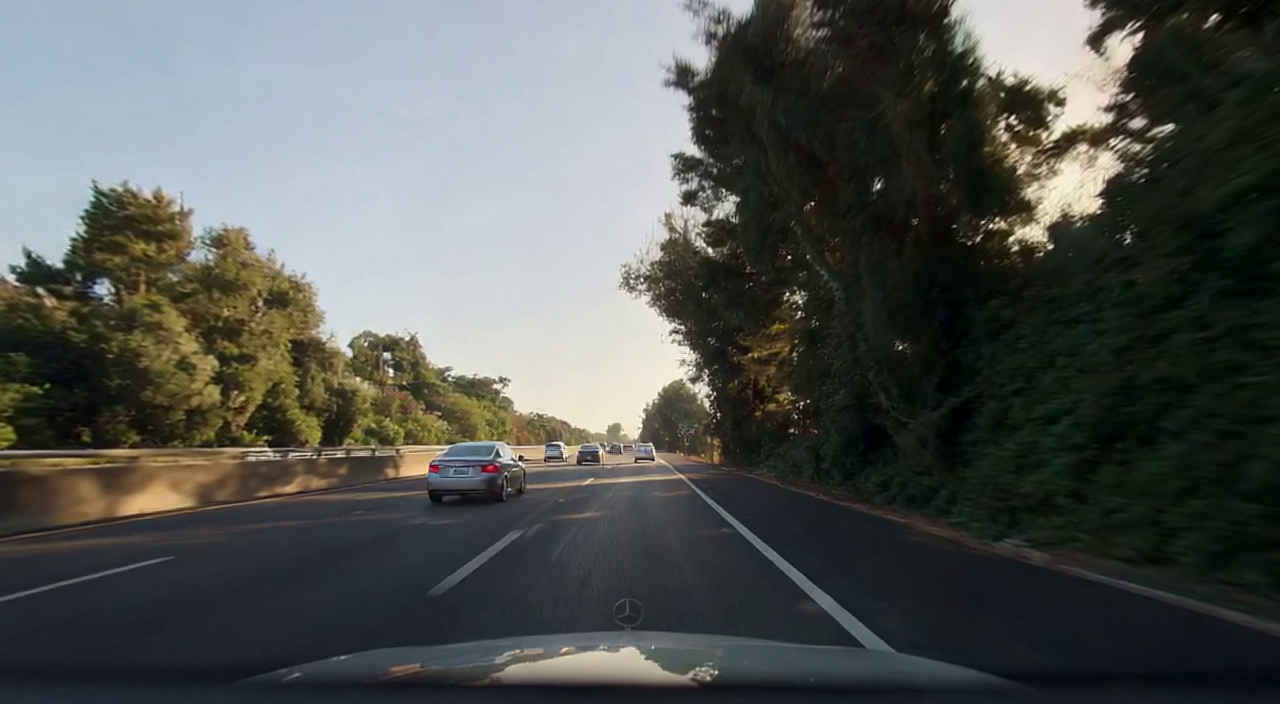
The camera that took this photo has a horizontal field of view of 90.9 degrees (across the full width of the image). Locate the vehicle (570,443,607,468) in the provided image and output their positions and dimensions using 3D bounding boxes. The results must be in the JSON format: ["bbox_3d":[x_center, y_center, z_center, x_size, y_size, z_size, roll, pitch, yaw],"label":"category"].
[{"bbox_3d":[-3.321,6.777,41.428,2.066,1.497,4.253,0,-8,0],"label":"vehicle"}]

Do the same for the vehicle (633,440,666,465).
[{"bbox_3d":[0.632,7.159,45.089,2.259,1.697,4.106,0,-8,-1],"label":"vehicle"}]

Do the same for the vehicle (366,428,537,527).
[{"bbox_3d":[-3.511,2.426,12.811,2.028,1.634,4.441,0,-8,1],"label":"vehicle"}]
